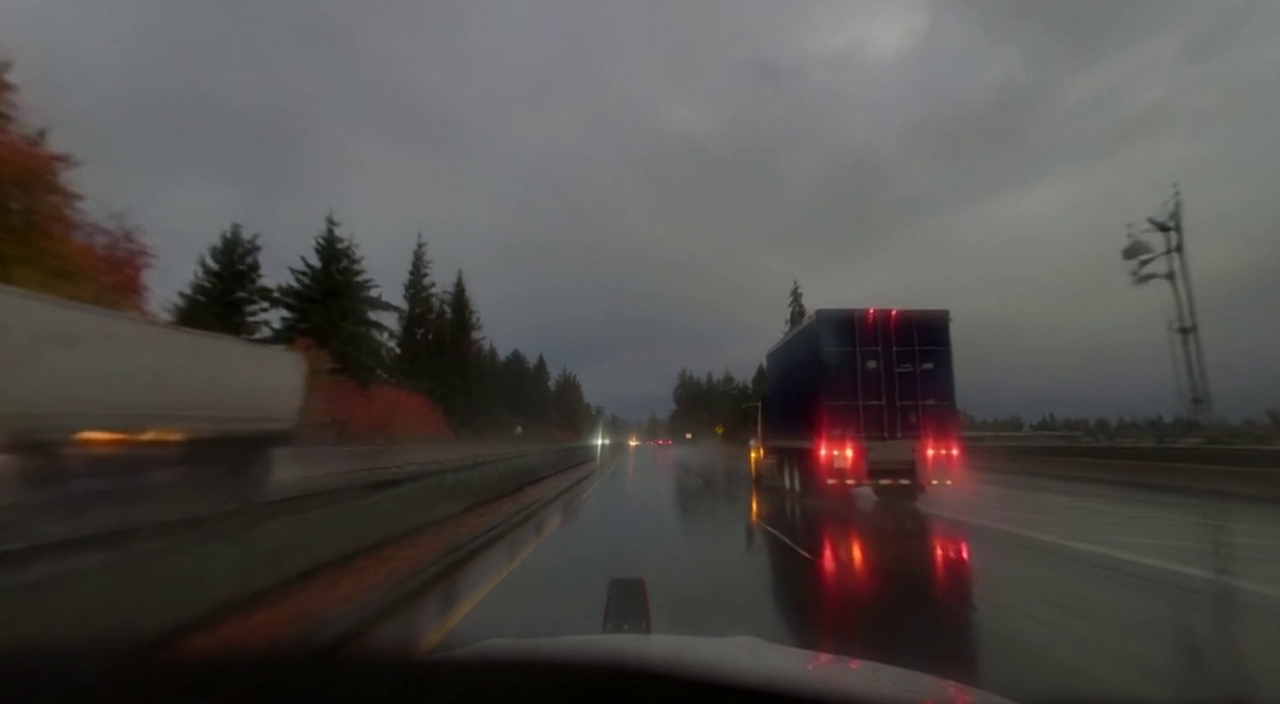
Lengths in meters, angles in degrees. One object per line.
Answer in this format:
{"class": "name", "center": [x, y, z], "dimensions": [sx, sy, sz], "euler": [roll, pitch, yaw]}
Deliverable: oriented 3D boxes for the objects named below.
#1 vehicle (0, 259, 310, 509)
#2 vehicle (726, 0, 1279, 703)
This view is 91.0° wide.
{"class": "vehicle", "center": [-11.726, 0.874, 12.609], "dimensions": [2.874, 3.991, 13.320], "euler": [0, -8, 0]}
{"class": "vehicle", "center": [3.771, 0.213, 7.349], "dimensions": [3.691, 4.331, 13.909], "euler": [0, -8, 0]}
